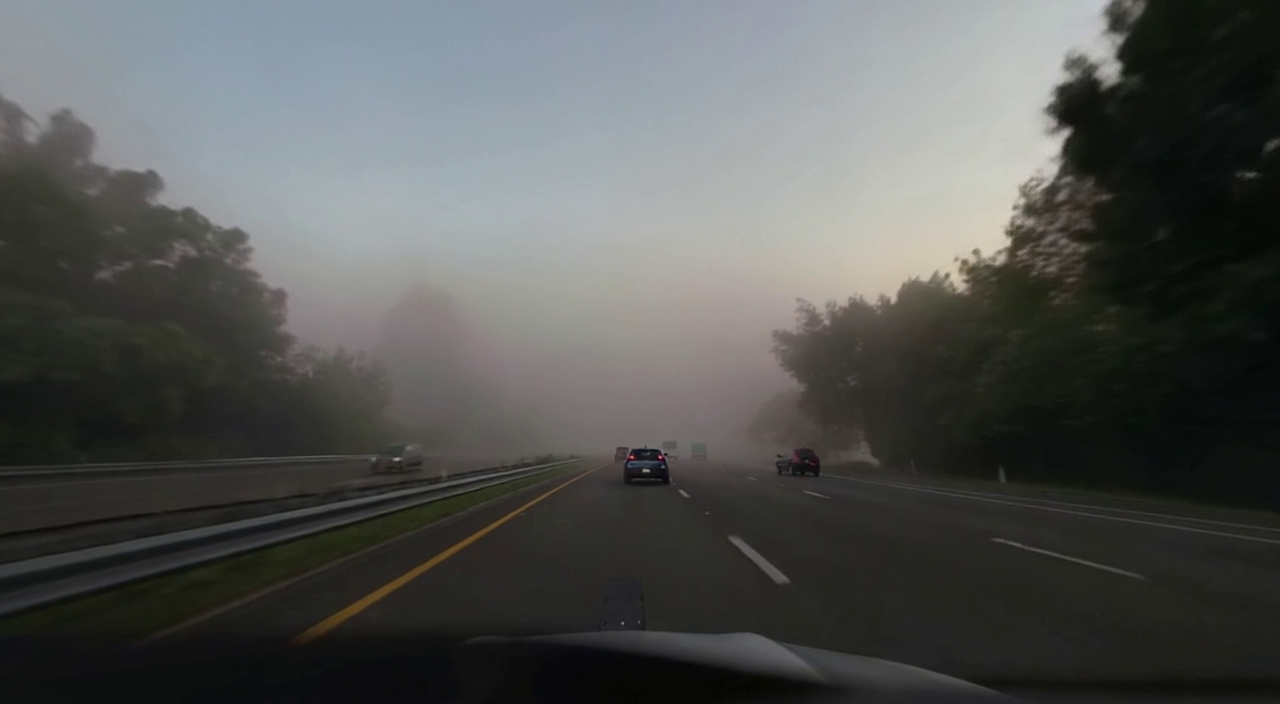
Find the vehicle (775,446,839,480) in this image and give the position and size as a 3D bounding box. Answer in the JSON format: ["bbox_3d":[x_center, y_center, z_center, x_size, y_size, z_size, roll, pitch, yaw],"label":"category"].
[{"bbox_3d":[7.873,5.242,30.050,1.926,1.483,3.528,0,-9,-3],"label":"vehicle"}]

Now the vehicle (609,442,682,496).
[{"bbox_3d":[0.100,3.607,19.818,2.053,1.483,4.185,0,-9,-1],"label":"vehicle"}]

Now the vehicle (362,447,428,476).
[{"bbox_3d":[-13.527,6.062,35.119,1.973,1.481,4.321,0,-9,0],"label":"vehicle"}]
